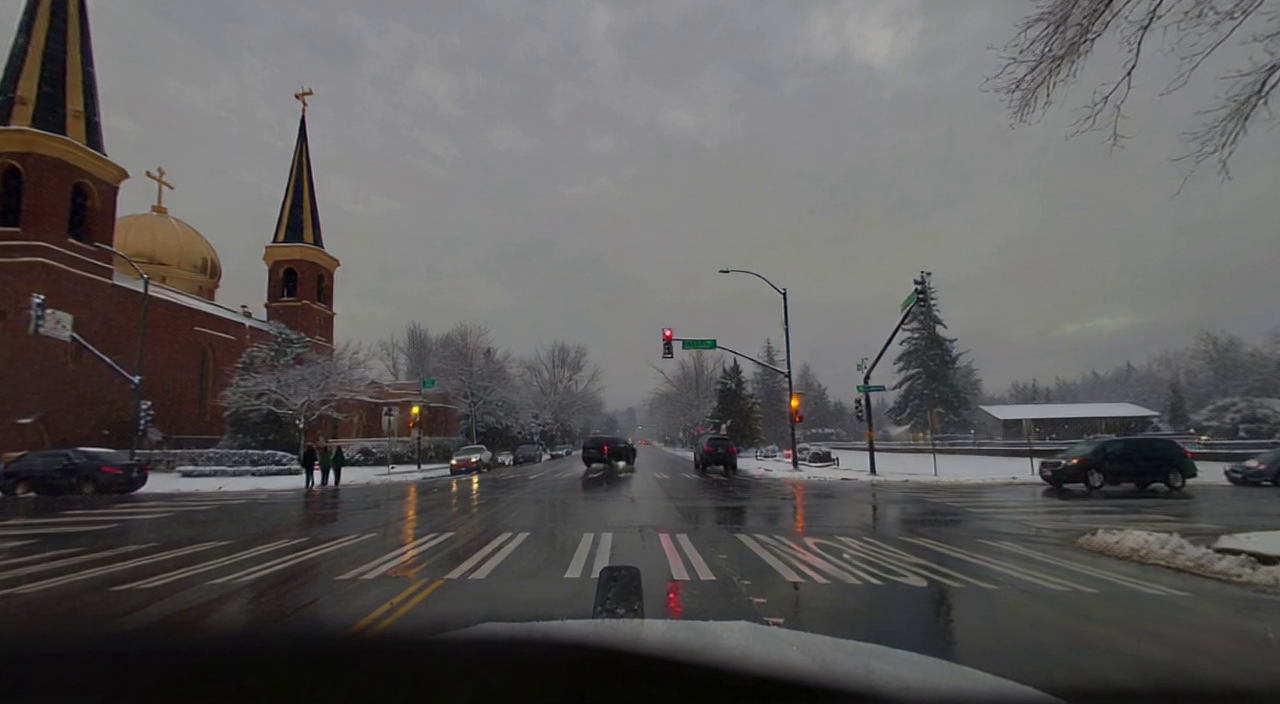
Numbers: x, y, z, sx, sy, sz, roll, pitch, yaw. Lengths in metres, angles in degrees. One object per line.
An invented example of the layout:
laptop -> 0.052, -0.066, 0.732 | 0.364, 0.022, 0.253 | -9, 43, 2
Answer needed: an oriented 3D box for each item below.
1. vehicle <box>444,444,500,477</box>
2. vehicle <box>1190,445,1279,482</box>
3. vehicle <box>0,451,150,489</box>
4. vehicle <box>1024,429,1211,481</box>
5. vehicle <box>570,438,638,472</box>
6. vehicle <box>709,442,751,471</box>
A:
vehicle -> -10.227, 6.613, 38.945 | 2.076, 1.876, 4.669 | 0, -8, 1
vehicle -> 26.389, 4.680, 26.676 | 4.561, 1.475, 1.850 | 0, -8, 0
vehicle -> -23.348, 4.864, 26.220 | 4.479, 1.476, 1.873 | 0, -8, 1
vehicle -> 19.888, 4.305, 26.568 | 5.852, 2.057, 2.361 | 0, -8, 0
vehicle -> -1.840, 5.513, 34.016 | 2.051, 1.724, 4.567 | -3, -9, 19
vehicle -> 5.835, 6.851, 41.509 | 1.969, 1.776, 4.329 | 0, -8, -2
